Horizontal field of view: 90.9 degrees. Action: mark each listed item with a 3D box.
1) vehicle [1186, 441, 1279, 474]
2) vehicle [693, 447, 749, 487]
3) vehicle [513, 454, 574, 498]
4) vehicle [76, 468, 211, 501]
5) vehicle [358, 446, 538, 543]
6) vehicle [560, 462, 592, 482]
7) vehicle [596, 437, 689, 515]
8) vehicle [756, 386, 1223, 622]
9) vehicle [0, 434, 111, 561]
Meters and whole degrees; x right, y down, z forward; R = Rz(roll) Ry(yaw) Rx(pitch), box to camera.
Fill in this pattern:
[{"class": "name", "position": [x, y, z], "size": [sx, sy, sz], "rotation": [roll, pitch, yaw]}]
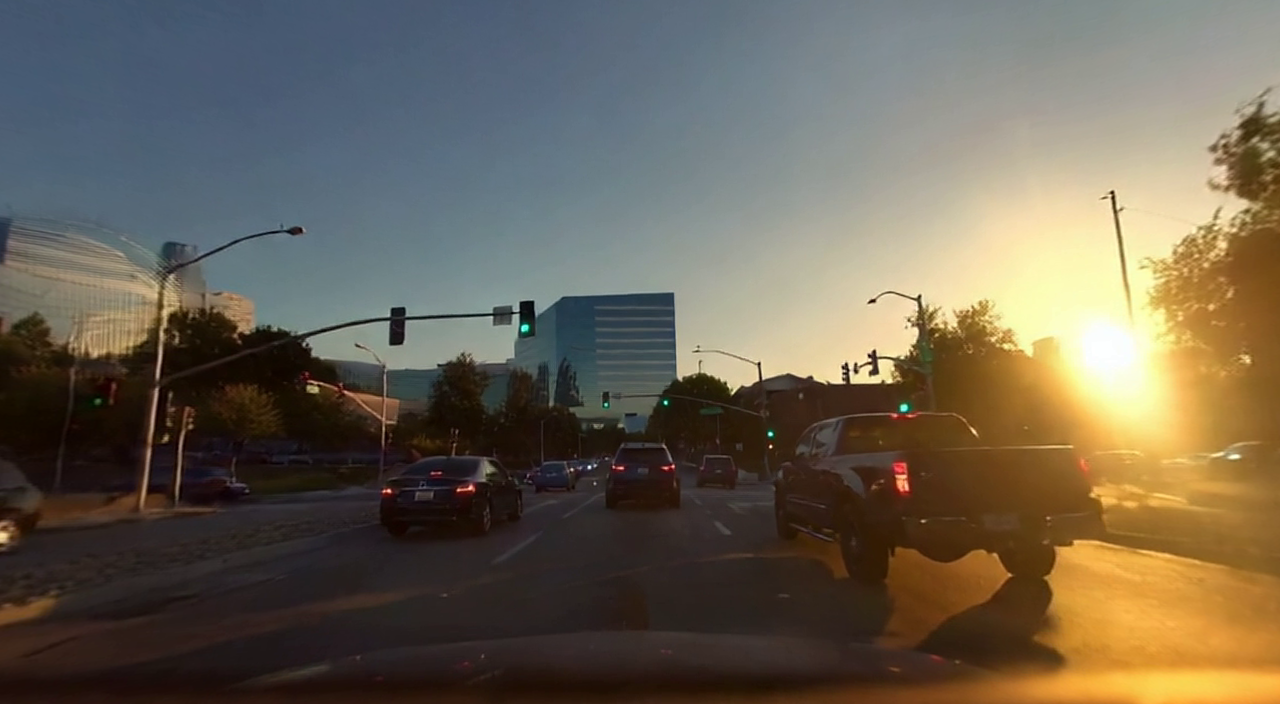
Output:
[{"class": "vehicle", "position": [31.479, 5.383, 32.294], "size": [4.869, 1.622, 2.230], "rotation": [0, -9, -1]}, {"class": "vehicle", "position": [4.234, 6.107, 33.893], "size": [2.408, 1.908, 5.355], "rotation": [0, -9, 1]}, {"class": "vehicle", "position": [-3.843, 4.720, 24.403], "size": [2.072, 1.450, 4.612], "rotation": [2, -9, -11]}, {"class": "vehicle", "position": [-25.131, 6.712, 32.066], "size": [5.100, 1.533, 2.032], "rotation": [0, -9, 0]}, {"class": "vehicle", "position": [-3.354, 2.574, 12.165], "size": [1.909, 1.476, 4.751], "rotation": [0, -9, 1]}, {"class": "vehicle", "position": [-4.934, 9.334, 49.227], "size": [1.882, 1.342, 3.755], "rotation": [-4, -9, 3]}, {"class": "vehicle", "position": [0.067, 3.141, 16.399], "size": [2.113, 1.768, 3.901], "rotation": [0, -9, 1]}, {"class": "vehicle", "position": [3.285, 1.644, 7.958], "size": [2.571, 1.857, 5.841], "rotation": [0, -9, 0]}, {"class": "vehicle", "position": [-10.317, 2.058, 8.659], "size": [2.099, 1.813, 4.583], "rotation": [-1, -9, 0]}]
